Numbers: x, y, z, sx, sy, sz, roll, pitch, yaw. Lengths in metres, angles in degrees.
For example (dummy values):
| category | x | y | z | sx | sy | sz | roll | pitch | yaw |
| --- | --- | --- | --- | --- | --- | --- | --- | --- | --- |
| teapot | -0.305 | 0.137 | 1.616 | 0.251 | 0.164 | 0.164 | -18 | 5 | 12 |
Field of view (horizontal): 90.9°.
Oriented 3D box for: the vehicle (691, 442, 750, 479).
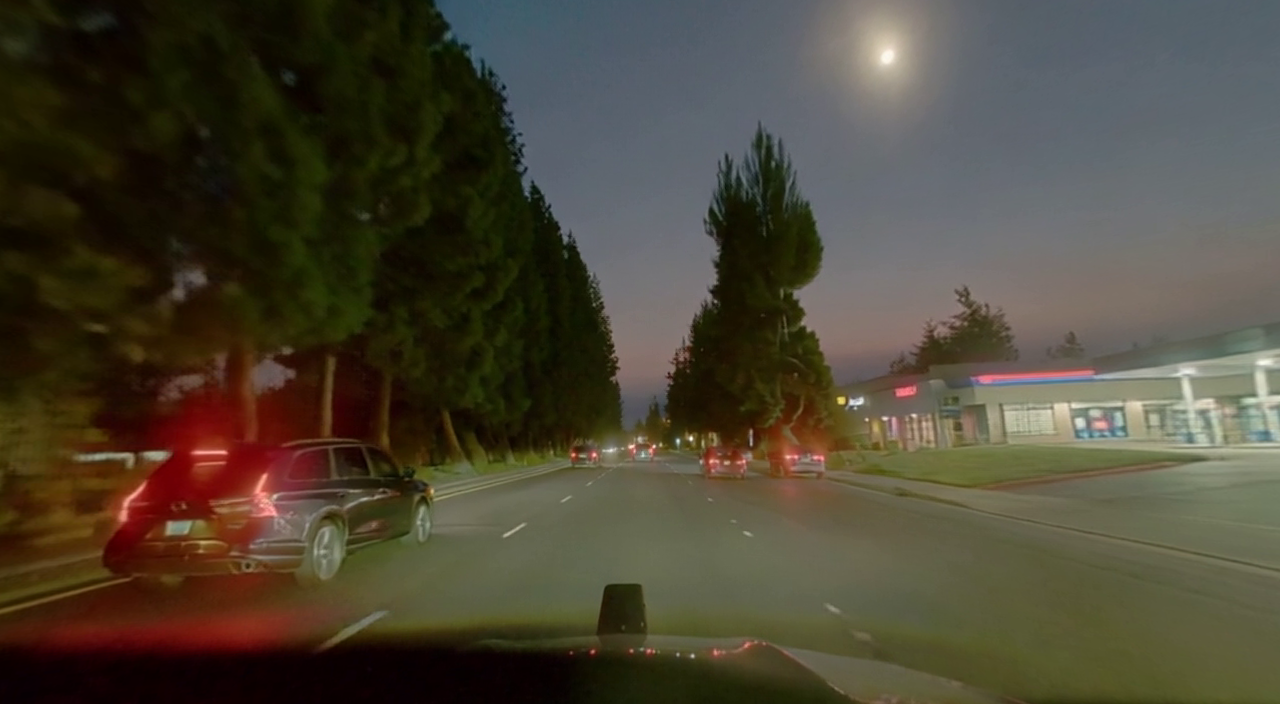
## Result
| category | x | y | z | sx | sy | sz | roll | pitch | yaw |
| --- | --- | --- | --- | --- | --- | --- | --- | --- | --- |
| vehicle | 3.447 | 4.754 | 27.863 | 2.010 | 1.486 | 4.498 | 0 | -8 | 0 |

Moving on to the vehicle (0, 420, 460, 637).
| category | x | y | z | sx | sy | sz | roll | pitch | yaw |
| --- | --- | --- | --- | --- | --- | --- | --- | --- | --- |
| vehicle | -3.853 | 1.644 | 7.145 | 1.988 | 1.530 | 5.155 | 0 | -8 | 1 |

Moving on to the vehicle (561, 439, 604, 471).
| category | x | y | z | sx | sy | sz | roll | pitch | yaw |
| --- | --- | --- | --- | --- | --- | --- | --- | --- | --- |
| vehicle | -3.376 | 6.125 | 37.643 | 2.051 | 1.747 | 4.370 | 0 | -8 | 1 |

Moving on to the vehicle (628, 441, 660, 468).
| category | x | y | z | sx | sy | sz | roll | pitch | yaw |
| --- | --- | --- | --- | --- | --- | --- | --- | --- | --- |
| vehicle | 0.259 | 6.463 | 39.788 | 1.922 | 1.579 | 3.642 | 0 | -8 | 0 |

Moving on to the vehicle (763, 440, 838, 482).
| category | x | y | z | sx | sy | sz | roll | pitch | yaw |
| --- | --- | --- | --- | --- | --- | --- | --- | --- | --- |
| vehicle | 6.537 | 4.485 | 26.243 | 1.983 | 1.599 | 4.243 | 0 | -8 | 0 |
